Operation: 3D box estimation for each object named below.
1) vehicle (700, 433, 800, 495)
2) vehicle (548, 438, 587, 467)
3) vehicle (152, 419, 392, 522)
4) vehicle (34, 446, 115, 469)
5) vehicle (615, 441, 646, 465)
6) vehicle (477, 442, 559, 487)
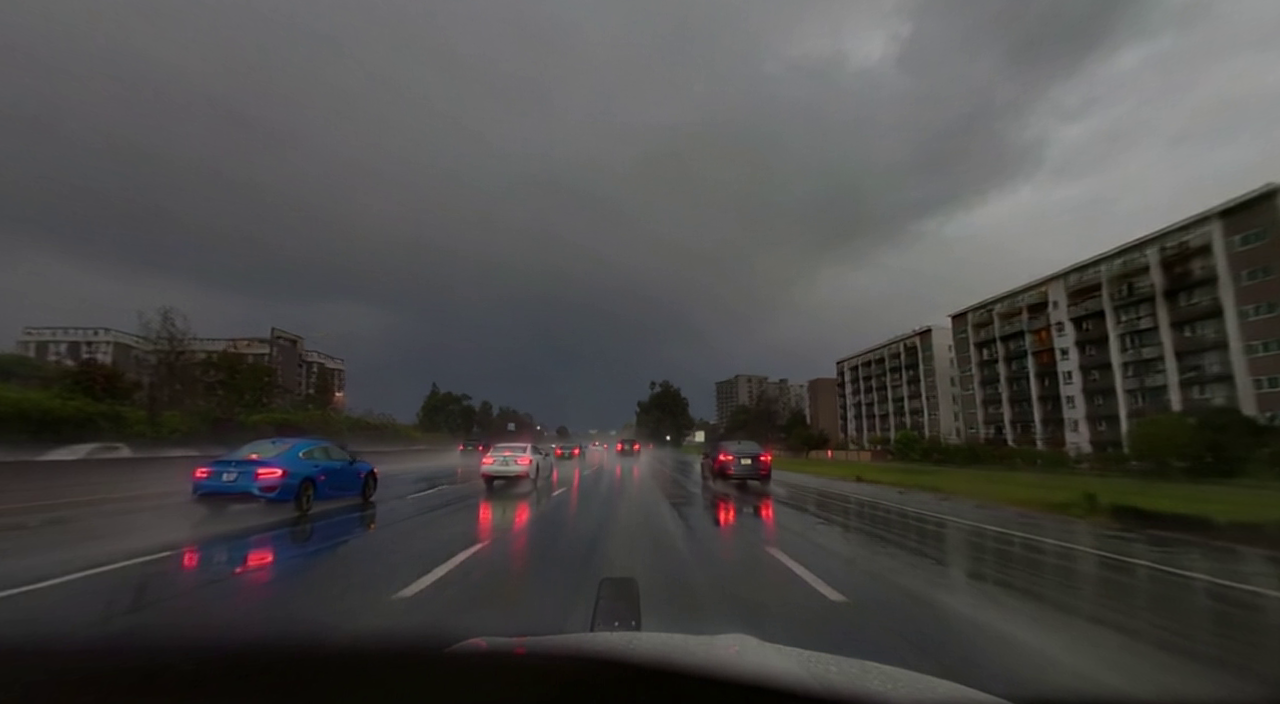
[{"bbox_3d":[3.150,3.326,19.157,2.061,1.658,4.417,0,-8,-2],"label":"vehicle"},{"bbox_3d":[-4.721,6.631,41.742,2.044,1.774,4.329,0,-8,-1],"label":"vehicle"},{"bbox_3d":[-7.387,2.432,13.533,2.086,1.776,5.080,0,-8,0],"label":"vehicle"},{"bbox_3d":[-38.408,7.179,43.045,1.785,1.453,4.107,0,-8,-1],"label":"vehicle"},{"bbox_3d":[-0.684,7.165,44.992,2.053,1.650,3.945,0,-8,-1],"label":"vehicle"},{"bbox_3d":[-4.276,4.002,22.883,2.124,1.426,4.444,0,-8,-1],"label":"vehicle"}]
